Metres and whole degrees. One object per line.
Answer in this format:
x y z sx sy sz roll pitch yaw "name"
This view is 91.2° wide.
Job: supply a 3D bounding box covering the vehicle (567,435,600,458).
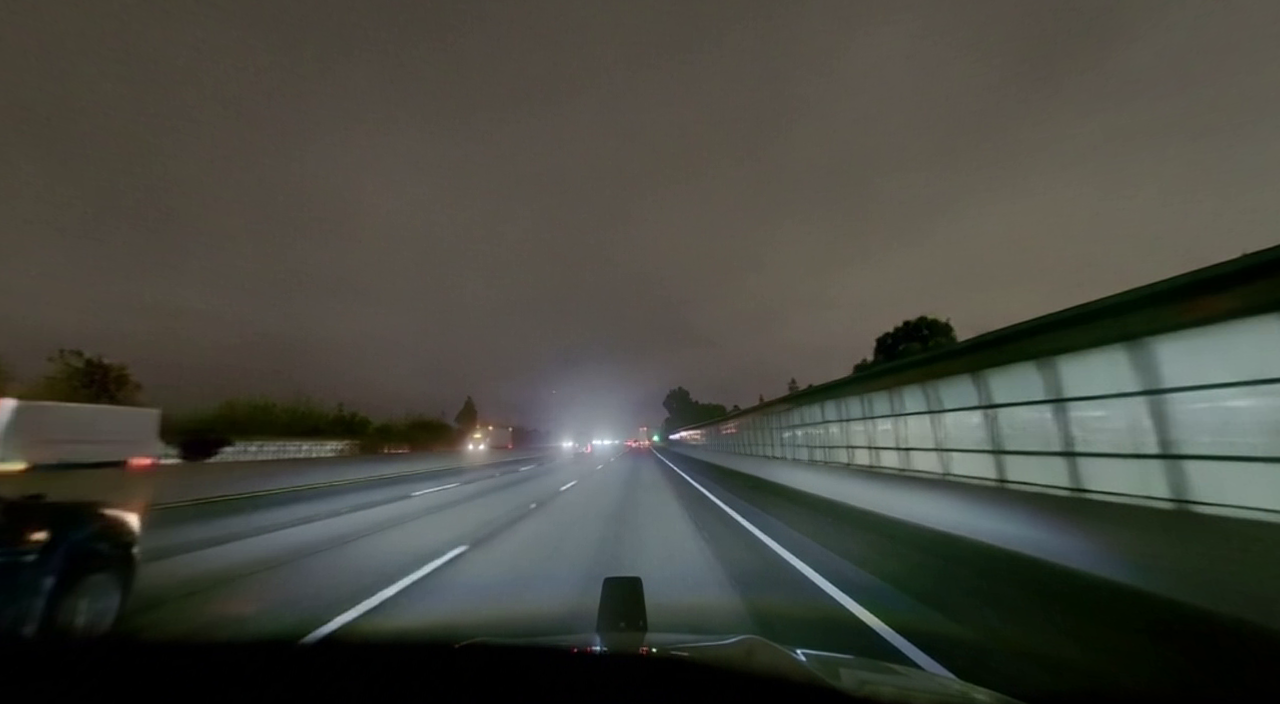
-4.110 6.985 46.372 2.063 1.598 4.189 0 -8 1 "vehicle"
